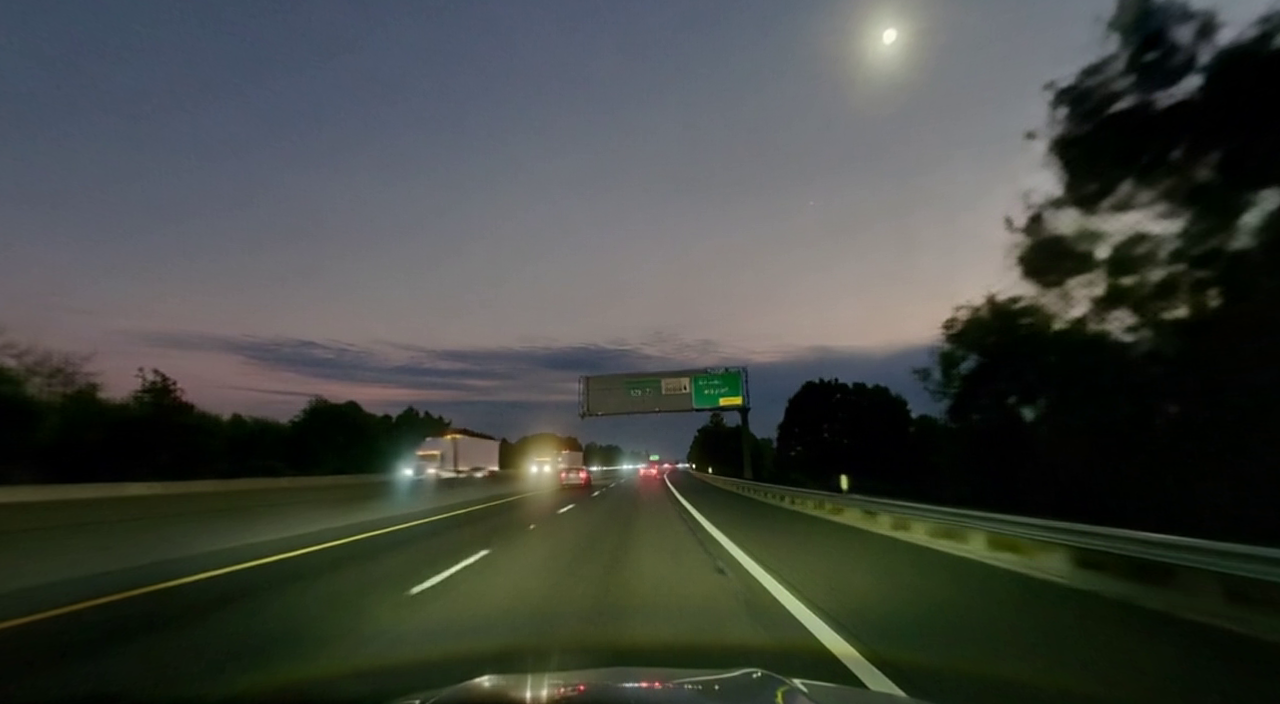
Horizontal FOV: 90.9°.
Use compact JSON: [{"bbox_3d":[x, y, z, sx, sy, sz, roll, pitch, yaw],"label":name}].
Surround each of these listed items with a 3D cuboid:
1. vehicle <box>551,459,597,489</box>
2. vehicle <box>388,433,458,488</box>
[{"bbox_3d":[-4.041,7.629,39.371,2.160,1.721,4.368,0,-11,2],"label":"vehicle"},{"bbox_3d":[-16.703,8.444,48.914,3.027,3.952,5.790,1,-11,2],"label":"vehicle"}]
